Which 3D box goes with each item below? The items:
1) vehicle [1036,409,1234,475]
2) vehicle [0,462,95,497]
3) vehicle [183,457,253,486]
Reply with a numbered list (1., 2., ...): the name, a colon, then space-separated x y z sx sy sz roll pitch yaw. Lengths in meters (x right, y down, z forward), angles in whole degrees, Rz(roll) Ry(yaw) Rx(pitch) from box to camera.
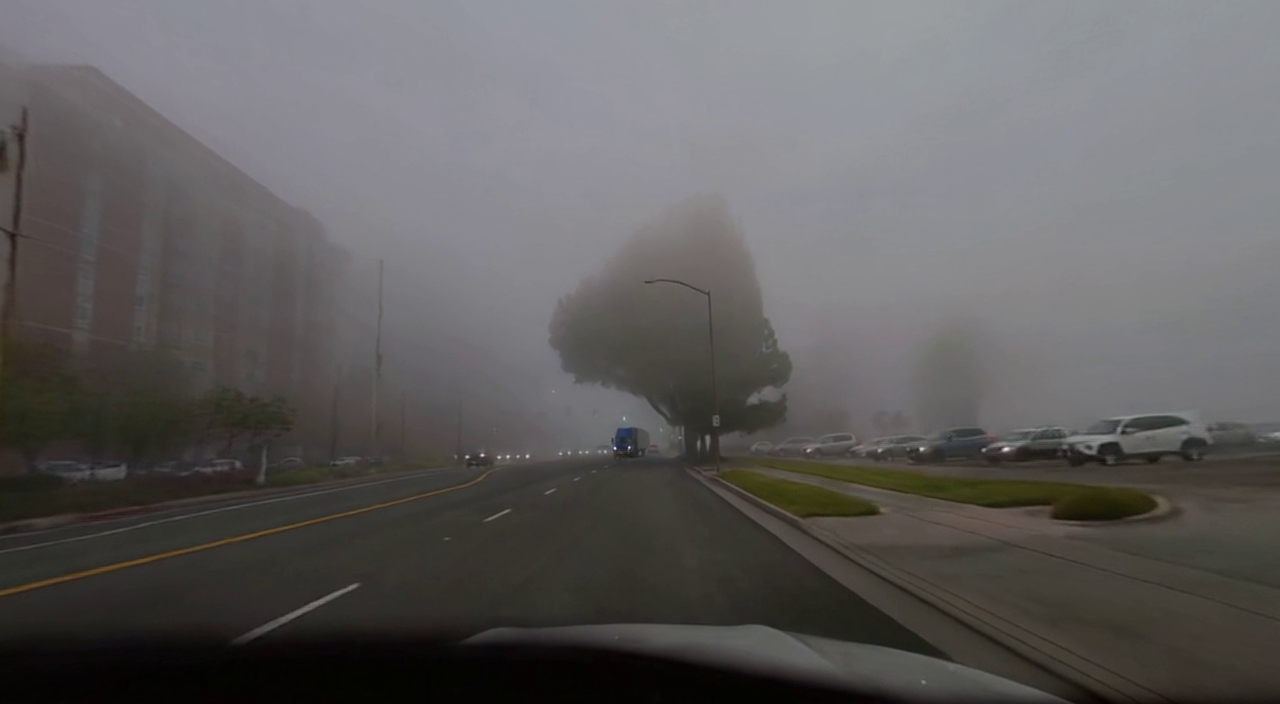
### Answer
1. vehicle: 16.336 2.988 20.953 5.051 2.038 2.142 1 -9 -9
2. vehicle: -29.015 6.166 30.735 1.587 1.496 3.490 0 -9 3
3. vehicle: -30.068 8.499 45.047 1.967 1.877 4.256 0 -9 0
